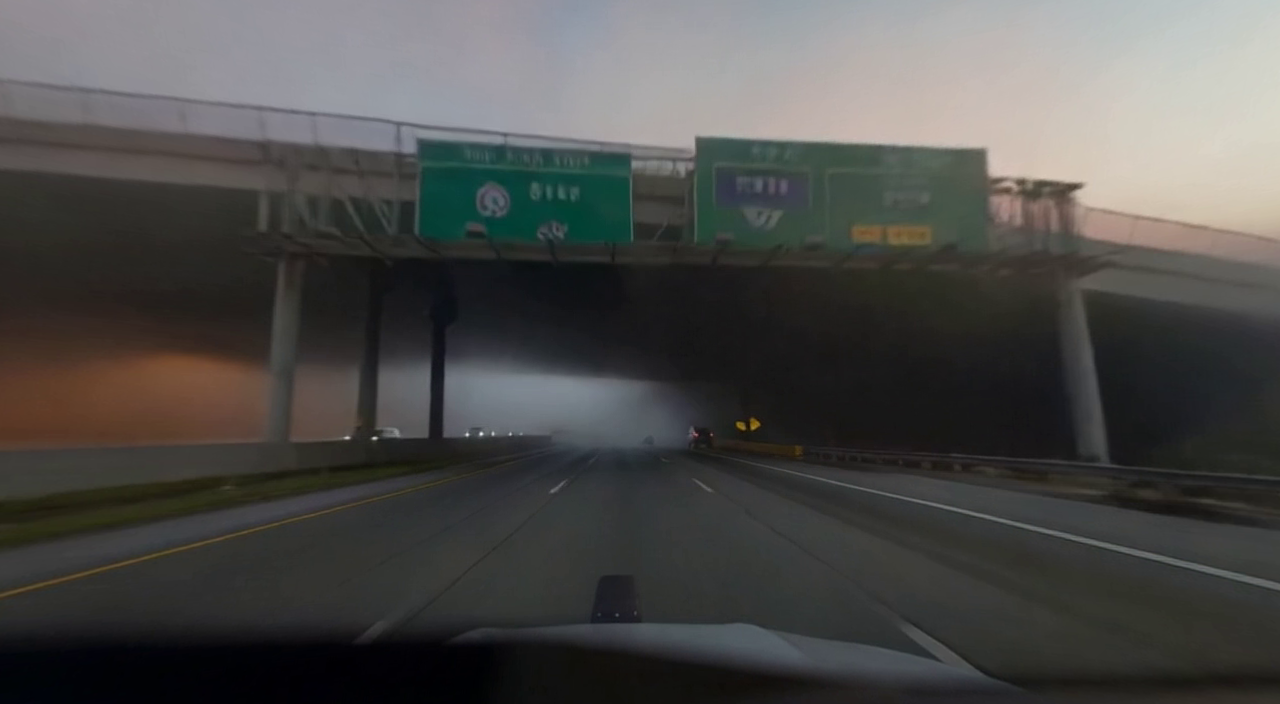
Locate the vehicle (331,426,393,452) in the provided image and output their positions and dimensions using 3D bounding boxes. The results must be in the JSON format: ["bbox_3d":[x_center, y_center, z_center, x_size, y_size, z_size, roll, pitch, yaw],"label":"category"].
[{"bbox_3d":[-16.734,5.280,38.180,1.925,1.439,4.123,0,-8,-1],"label":"vehicle"}]
